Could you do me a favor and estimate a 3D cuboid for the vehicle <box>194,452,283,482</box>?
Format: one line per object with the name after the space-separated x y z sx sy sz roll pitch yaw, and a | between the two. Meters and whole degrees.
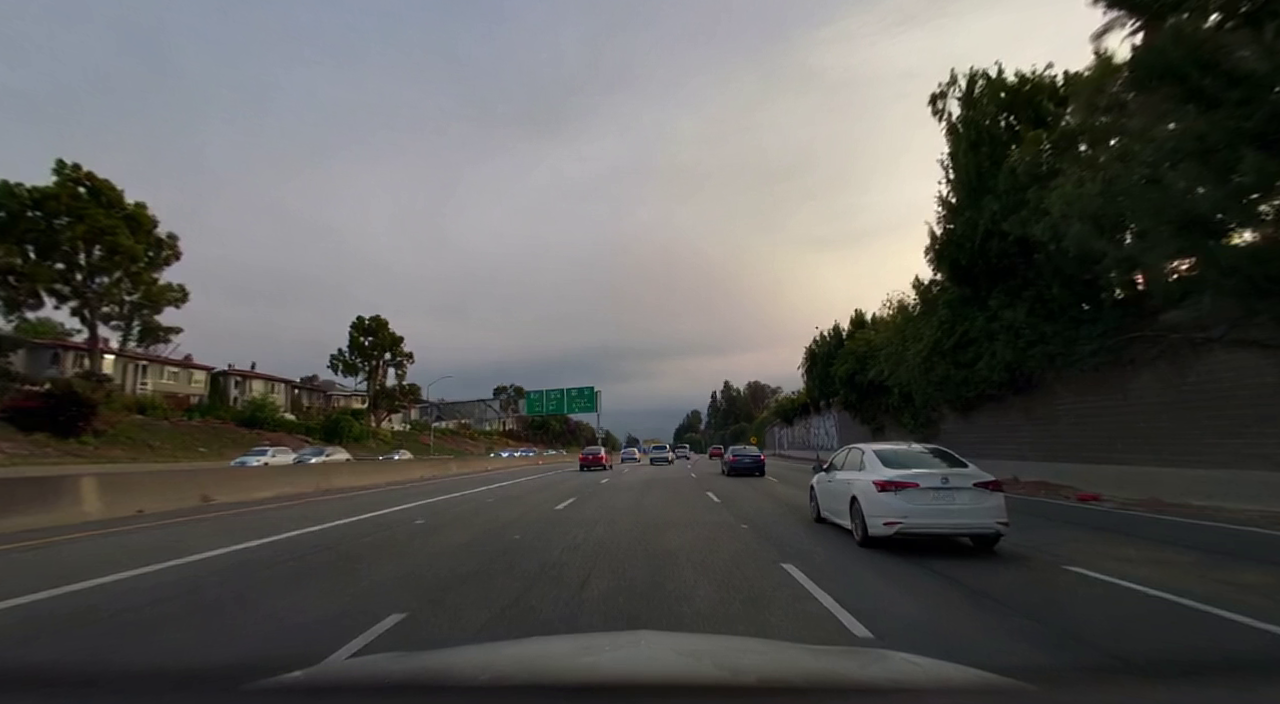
-21.992 6.308 34.747 1.856 1.467 4.336 -1 -8 3 | vehicle

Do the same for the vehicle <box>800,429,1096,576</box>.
3.765 1.885 8.772 1.912 1.509 4.291 0 -8 0 | vehicle

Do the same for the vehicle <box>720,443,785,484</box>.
4.325 4.331 24.833 1.854 1.438 3.954 0 -8 0 | vehicle

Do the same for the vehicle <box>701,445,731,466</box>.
5.726 7.795 47.667 2.078 1.456 3.926 -1 -8 5 | vehicle

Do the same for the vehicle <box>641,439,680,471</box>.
1.250 6.147 37.897 2.183 1.764 4.134 -1 -8 3 | vehicle

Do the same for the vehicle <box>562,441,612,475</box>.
-2.836 5.821 34.929 2.070 1.740 4.678 -1 -8 4 | vehicle

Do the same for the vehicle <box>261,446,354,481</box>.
-18.021 6.040 34.518 2.086 1.731 5.031 -1 -8 3 | vehicle
